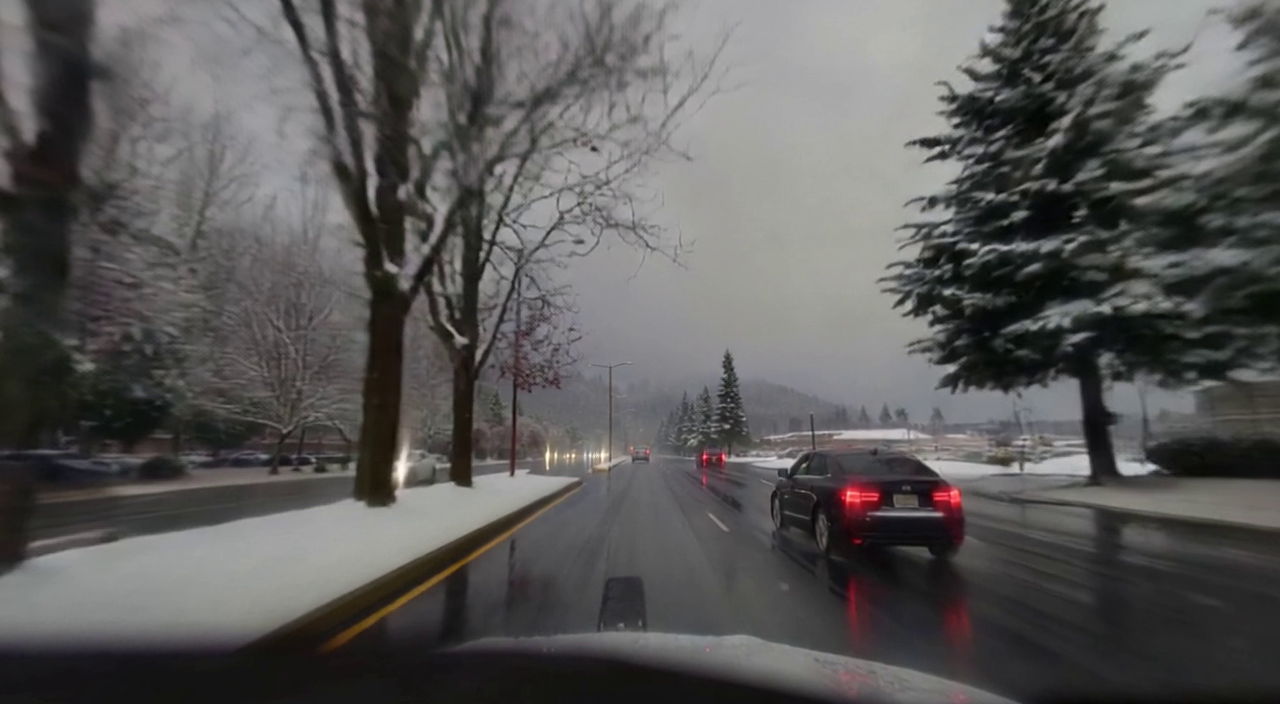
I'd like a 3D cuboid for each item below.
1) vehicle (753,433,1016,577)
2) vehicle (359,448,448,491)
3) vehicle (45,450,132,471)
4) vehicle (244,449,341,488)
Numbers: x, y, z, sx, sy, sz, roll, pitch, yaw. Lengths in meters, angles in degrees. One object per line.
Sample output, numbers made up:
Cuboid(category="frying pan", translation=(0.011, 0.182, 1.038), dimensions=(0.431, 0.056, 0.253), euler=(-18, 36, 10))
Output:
Cuboid(category="vehicle", translation=(2.984, 1.954, 8.882), dimensions=(1.935, 1.501, 4.384), euler=(0, -9, 0))
Cuboid(category="vehicle", translation=(-9.006, 4.462, 24.272), dimensions=(1.853, 1.504, 3.791), euler=(0, -9, 1))
Cuboid(category="vehicle", translation=(-41.488, 8.166, 47.304), dimensions=(4.576, 1.486, 1.909), euler=(0, -9, -2))
Cuboid(category="vehicle", translation=(-15.874, 5.327, 28.975), dimensions=(1.951, 1.628, 4.325), euler=(0, -9, 1))
